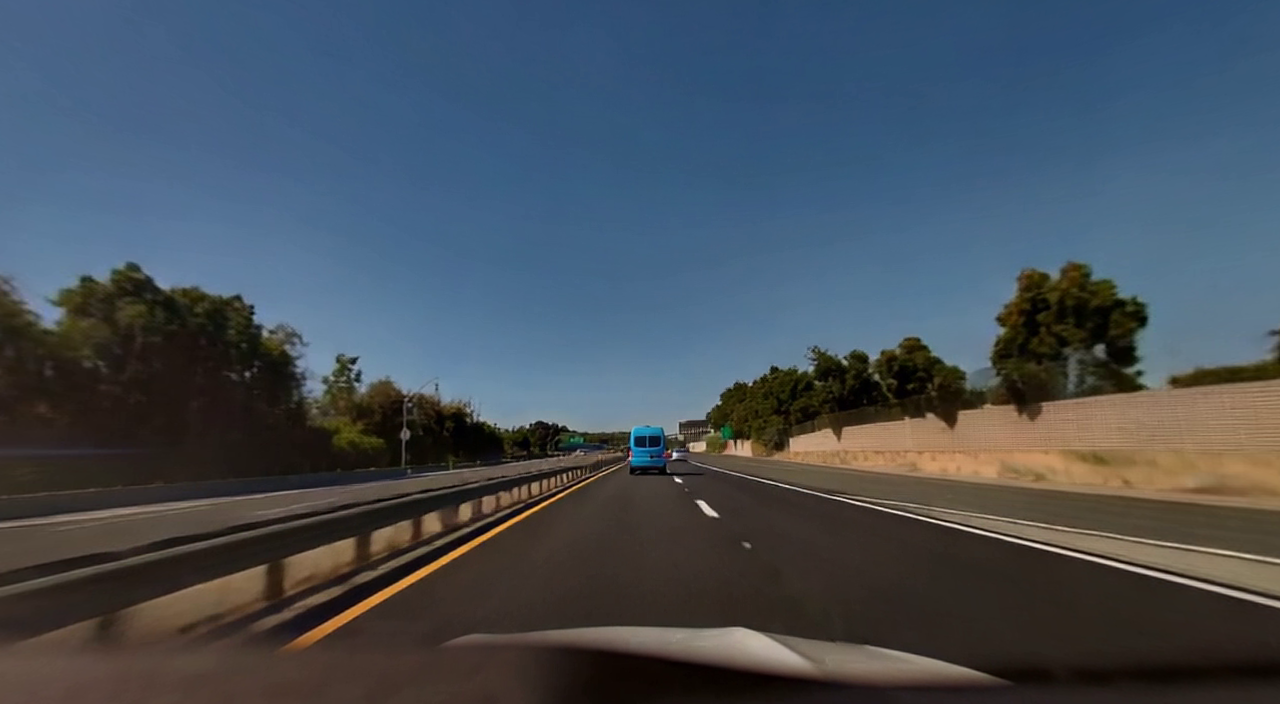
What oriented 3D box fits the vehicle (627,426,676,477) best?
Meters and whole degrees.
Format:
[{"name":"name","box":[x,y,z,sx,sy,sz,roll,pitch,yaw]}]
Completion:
[{"name":"vehicle","box":[0.639,5.623,35.524,2.560,2.598,5.581,-1,-9,1]}]
